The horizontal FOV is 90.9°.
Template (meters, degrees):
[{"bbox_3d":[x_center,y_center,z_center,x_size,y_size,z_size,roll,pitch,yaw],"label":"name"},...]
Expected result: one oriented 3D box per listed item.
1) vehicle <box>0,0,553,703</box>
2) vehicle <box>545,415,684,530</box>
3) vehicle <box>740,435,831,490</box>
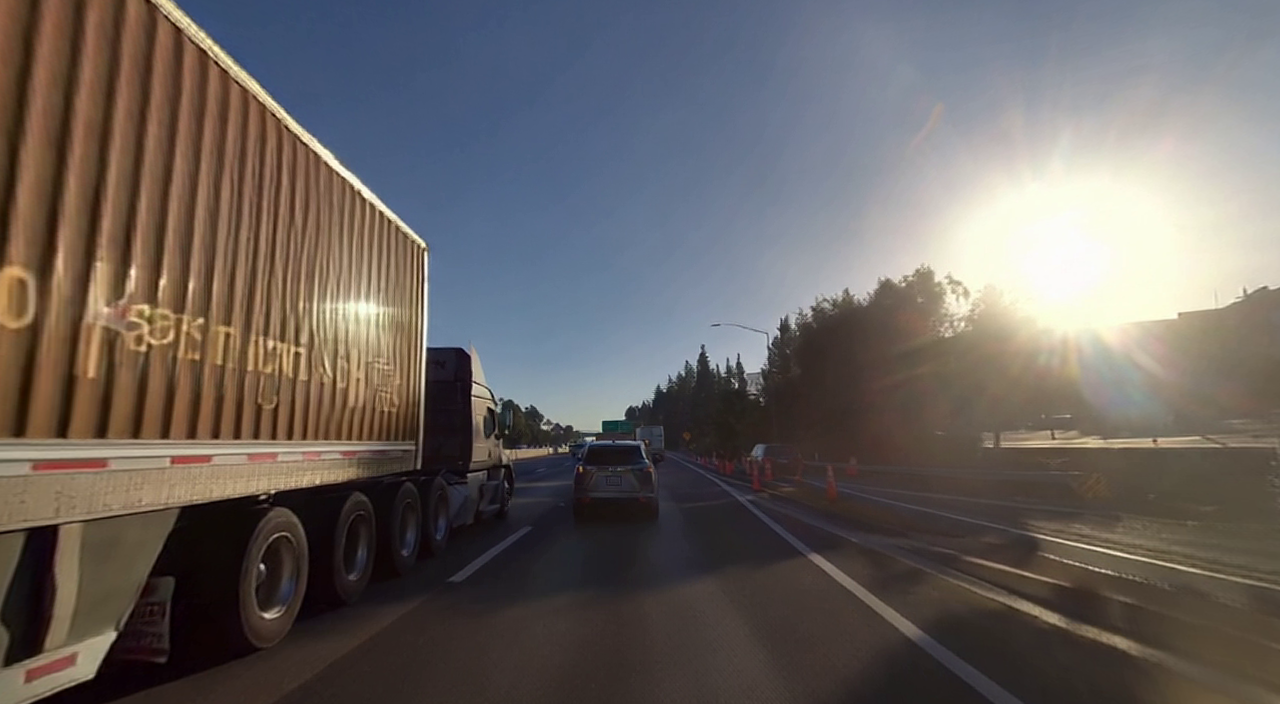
[{"bbox_3d":[-3.696,0.341,7.523,2.857,4.063,16.026,0,-8,1],"label":"vehicle"},{"bbox_3d":[-0.378,2.170,11.832,2.152,1.779,3.924,0,-9,1],"label":"vehicle"},{"bbox_3d":[4.664,3.589,20.792,1.937,1.601,3.798,0,-9,-2],"label":"vehicle"}]
